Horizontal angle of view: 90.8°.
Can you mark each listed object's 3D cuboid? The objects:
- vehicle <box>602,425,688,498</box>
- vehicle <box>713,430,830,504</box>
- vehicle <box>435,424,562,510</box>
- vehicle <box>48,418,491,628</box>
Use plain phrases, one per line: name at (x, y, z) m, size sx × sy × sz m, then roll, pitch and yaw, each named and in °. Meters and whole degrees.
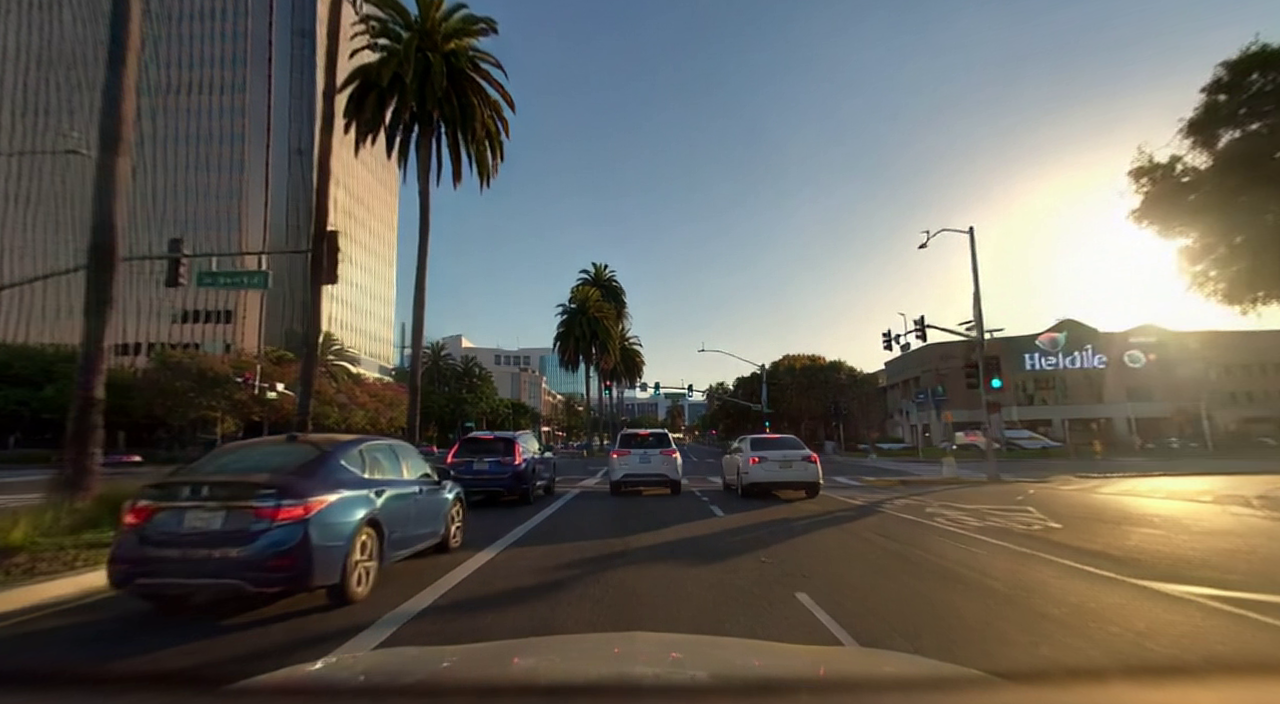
vehicle at (0.127, 2.947, 17.290) m, size 2.060 × 1.730 × 4.257 m, roll 0°, pitch -9°, yaw 0°
vehicle at (3.079, 2.787, 15.698) m, size 1.936 × 1.567 × 3.896 m, roll 0°, pitch -9°, yaw -2°
vehicle at (-3.092, 2.613, 14.787) m, size 1.938 × 1.713 × 4.048 m, roll 0°, pitch -9°, yaw 1°
vehicle at (-3.199, 1.568, 6.875) m, size 1.962 × 1.480 × 4.605 m, roll 0°, pitch -9°, yaw 1°
